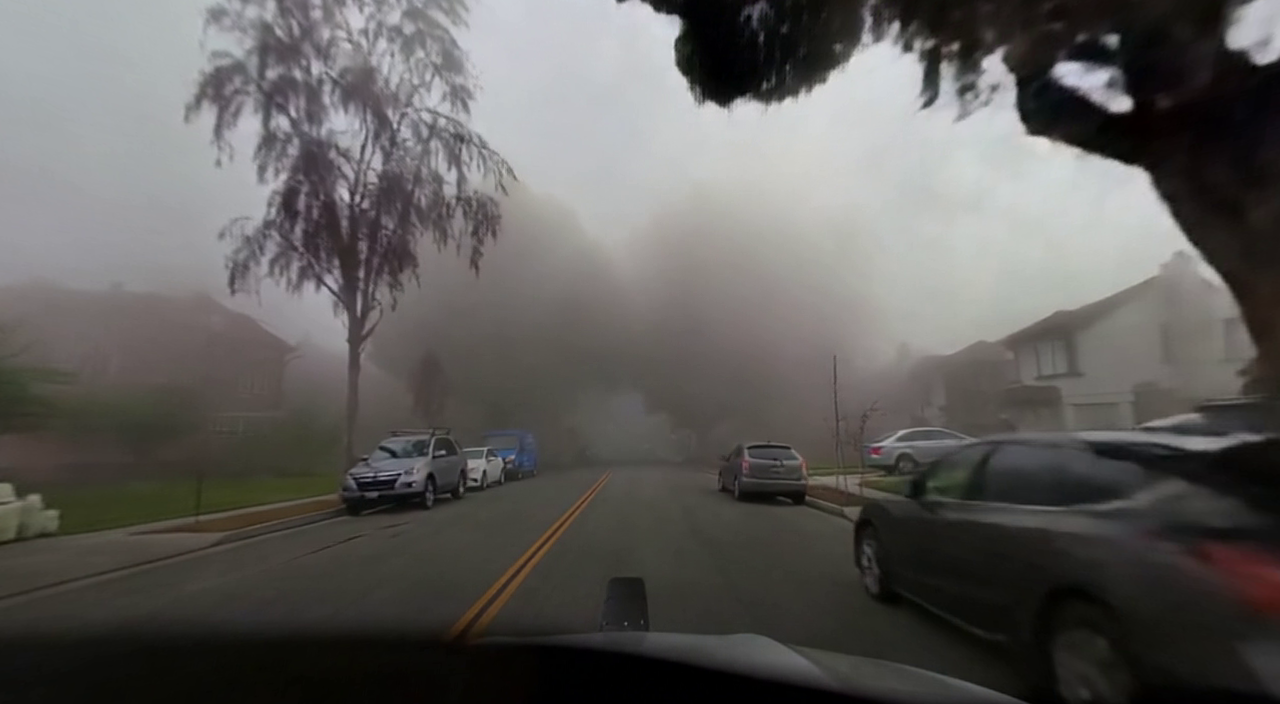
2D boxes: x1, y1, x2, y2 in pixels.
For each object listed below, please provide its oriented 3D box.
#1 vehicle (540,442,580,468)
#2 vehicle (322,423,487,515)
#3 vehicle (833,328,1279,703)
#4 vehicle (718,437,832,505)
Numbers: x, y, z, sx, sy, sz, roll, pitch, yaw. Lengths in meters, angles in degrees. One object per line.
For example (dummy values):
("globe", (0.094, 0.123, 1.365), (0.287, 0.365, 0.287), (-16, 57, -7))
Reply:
("vehicle", (-5.097, 6.642, 40.852), (2.038, 1.571, 4.524), (0, -8, -1))
("vehicle", (-5.369, 2.714, 15.174), (2.090, 1.855, 4.494), (0, -8, 2))
("vehicle", (3.090, 1.122, 4.287), (2.172, 1.764, 4.685), (0, -8, 1))
("vehicle", (3.337, 3.013, 16.543), (1.945, 1.514, 4.552), (0, -8, 0))
